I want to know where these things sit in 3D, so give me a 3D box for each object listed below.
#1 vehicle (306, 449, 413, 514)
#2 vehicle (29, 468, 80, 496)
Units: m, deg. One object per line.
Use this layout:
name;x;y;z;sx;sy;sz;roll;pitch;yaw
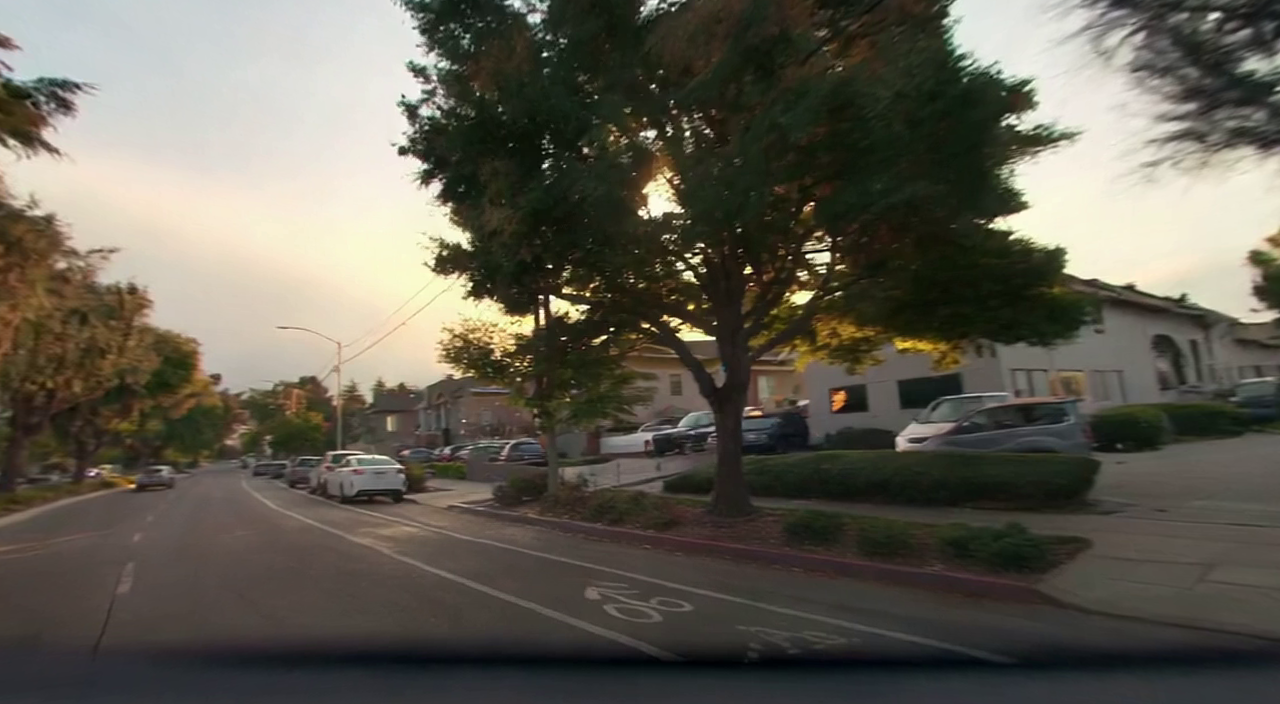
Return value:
vehicle;-9.163;4.036;20.361;2.078;1.738;5.133;5;-10;-35
vehicle;-42.548;9.415;45.931;2.331;1.696;4.861;6;-11;-39
